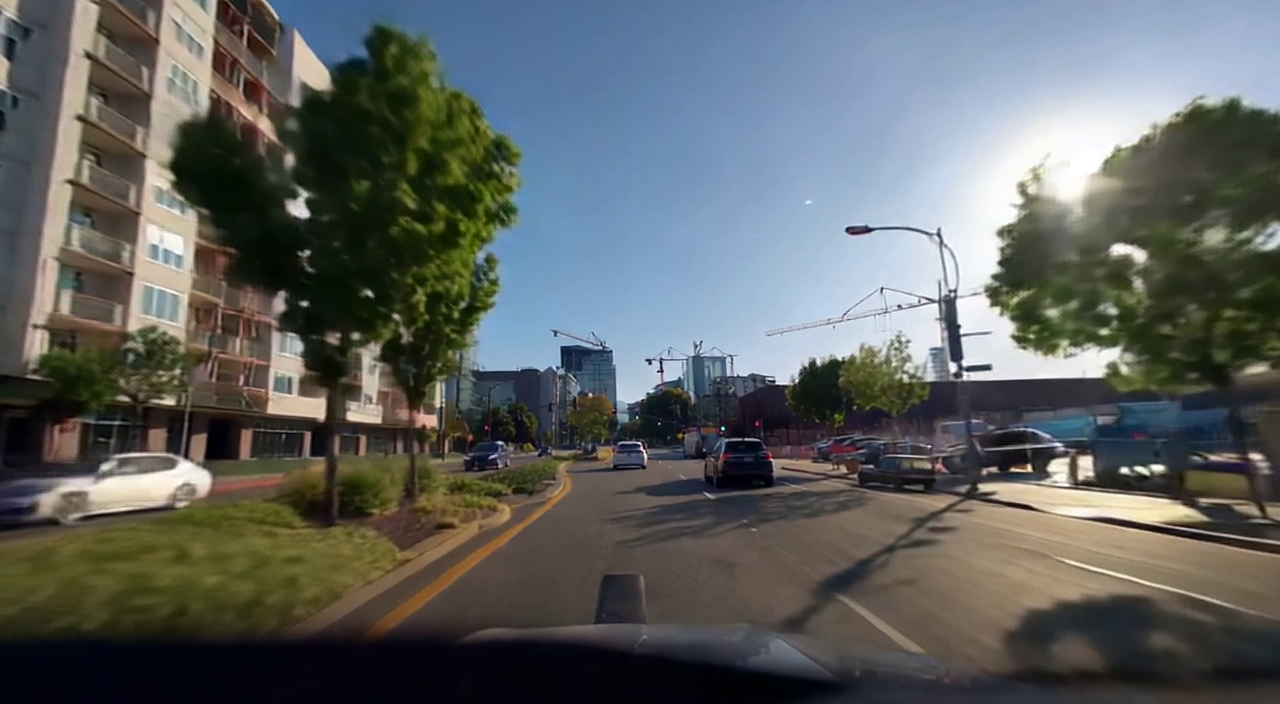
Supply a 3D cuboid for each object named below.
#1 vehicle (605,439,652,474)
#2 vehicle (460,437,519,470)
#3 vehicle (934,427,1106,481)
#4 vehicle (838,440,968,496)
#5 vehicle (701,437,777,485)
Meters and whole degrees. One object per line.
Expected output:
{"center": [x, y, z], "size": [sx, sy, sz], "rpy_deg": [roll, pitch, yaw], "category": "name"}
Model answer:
{"center": [-0.490, 4.755, 28.873], "size": [2.006, 1.487, 3.535], "rpy_deg": [0, -9, 0], "category": "vehicle"}
{"center": [-8.140, 5.533, 34.635], "size": [2.072, 1.623, 4.564], "rpy_deg": [0, -8, 0], "category": "vehicle"}
{"center": [13.041, 3.528, 21.912], "size": [4.622, 1.761, 1.986], "rpy_deg": [0, -9, 0], "category": "vehicle"}
{"center": [7.559, 3.362, 18.738], "size": [1.883, 1.452, 4.598], "rpy_deg": [0, -9, 0], "category": "vehicle"}
{"center": [3.288, 3.719, 21.849], "size": [1.910, 1.474, 4.003], "rpy_deg": [0, -9, -1], "category": "vehicle"}
